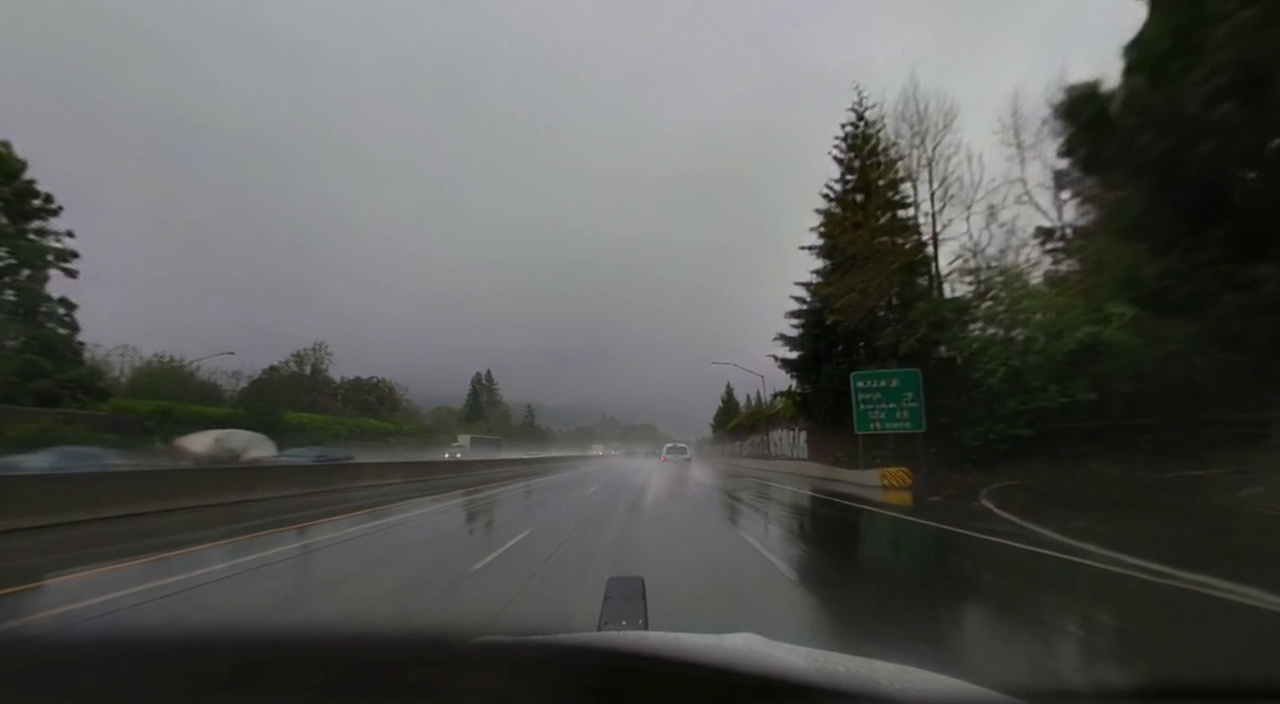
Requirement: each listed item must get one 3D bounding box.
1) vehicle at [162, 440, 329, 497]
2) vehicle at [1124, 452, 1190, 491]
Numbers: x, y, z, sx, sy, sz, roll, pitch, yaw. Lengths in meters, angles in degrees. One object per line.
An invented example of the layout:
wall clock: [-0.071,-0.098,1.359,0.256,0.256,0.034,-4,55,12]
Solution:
vehicle: [-12.453,3.704,20.443,2.015,1.589,5.138,0,-9,1]
vehicle: [22.781,5.208,27.758,2.008,1.534,3.912,-7,-11,39]
